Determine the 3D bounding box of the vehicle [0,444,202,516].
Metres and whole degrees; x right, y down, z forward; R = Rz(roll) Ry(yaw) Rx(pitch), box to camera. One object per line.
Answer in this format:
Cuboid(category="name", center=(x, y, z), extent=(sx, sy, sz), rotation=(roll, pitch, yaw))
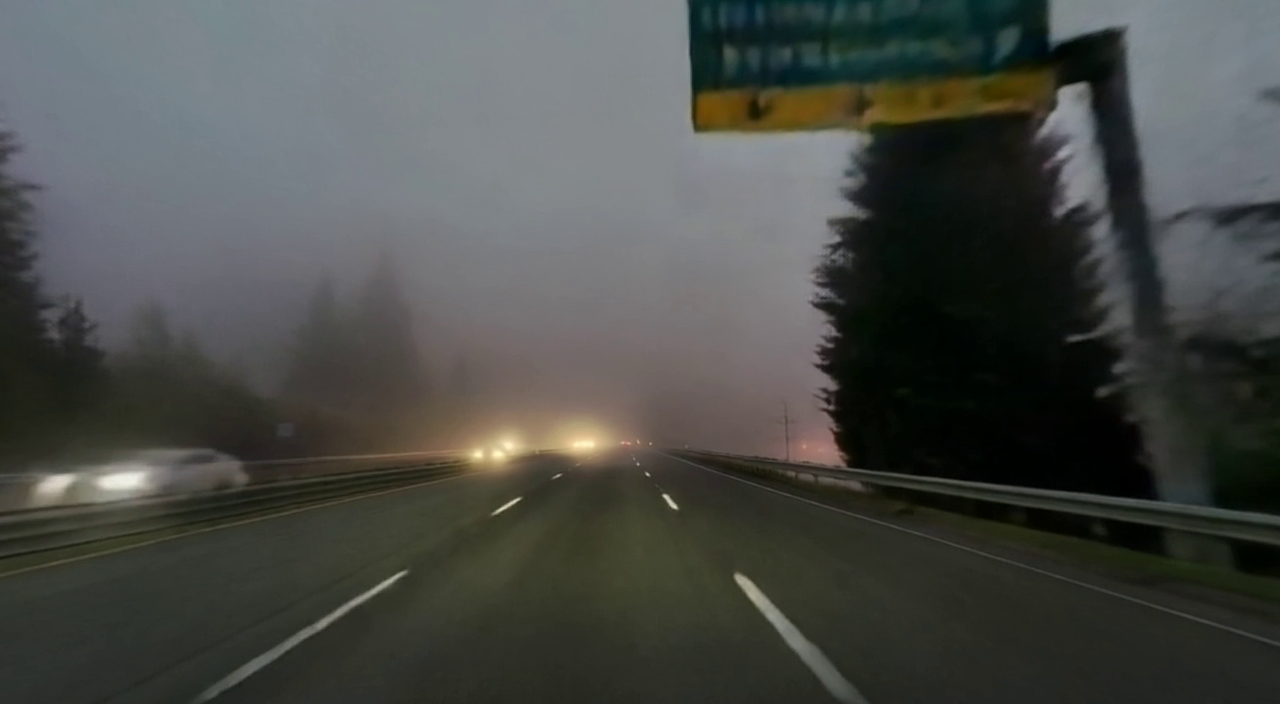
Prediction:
Cuboid(category="vehicle", center=(-13.458, 3.069, 15.669), extent=(1.982, 1.480, 4.549), rotation=(0, -9, -2))
